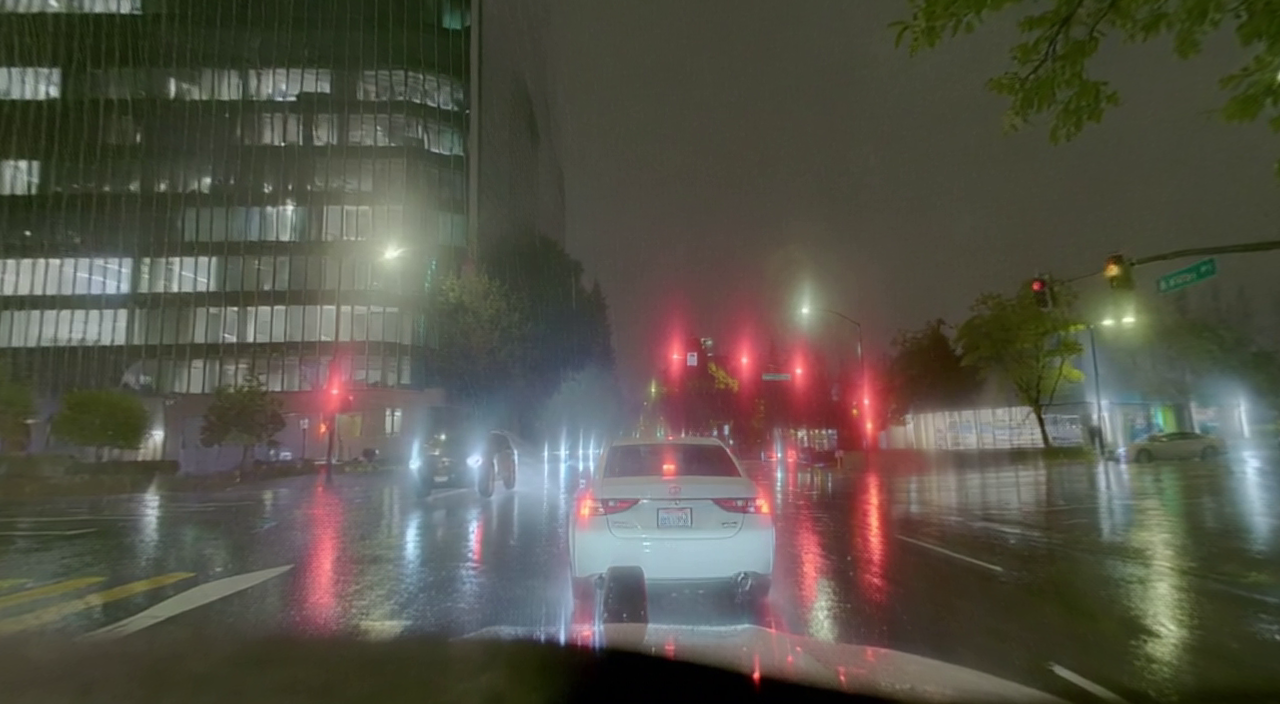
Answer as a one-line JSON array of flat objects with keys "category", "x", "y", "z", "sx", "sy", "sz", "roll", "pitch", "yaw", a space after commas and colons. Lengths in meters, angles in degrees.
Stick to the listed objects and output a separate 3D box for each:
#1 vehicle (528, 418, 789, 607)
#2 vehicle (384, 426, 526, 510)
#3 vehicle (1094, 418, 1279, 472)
[{"category": "vehicle", "x": -0.139, "y": 1.653, "z": 7.492, "sx": 1.893, "sy": 1.532, "sz": 4.145, "roll": 2, "pitch": -9, "yaw": -16}, {"category": "vehicle", "x": -4.329, "y": 2.791, "z": 15.659, "sx": 2.006, "sy": 1.756, "sz": 4.599, "roll": 0, "pitch": -8, "yaw": 1}, {"category": "vehicle", "x": 19.135, "y": 3.266, "z": 22.220, "sx": 4.675, "sy": 1.772, "sz": 1.945, "roll": 0, "pitch": -8, "yaw": 0}]
